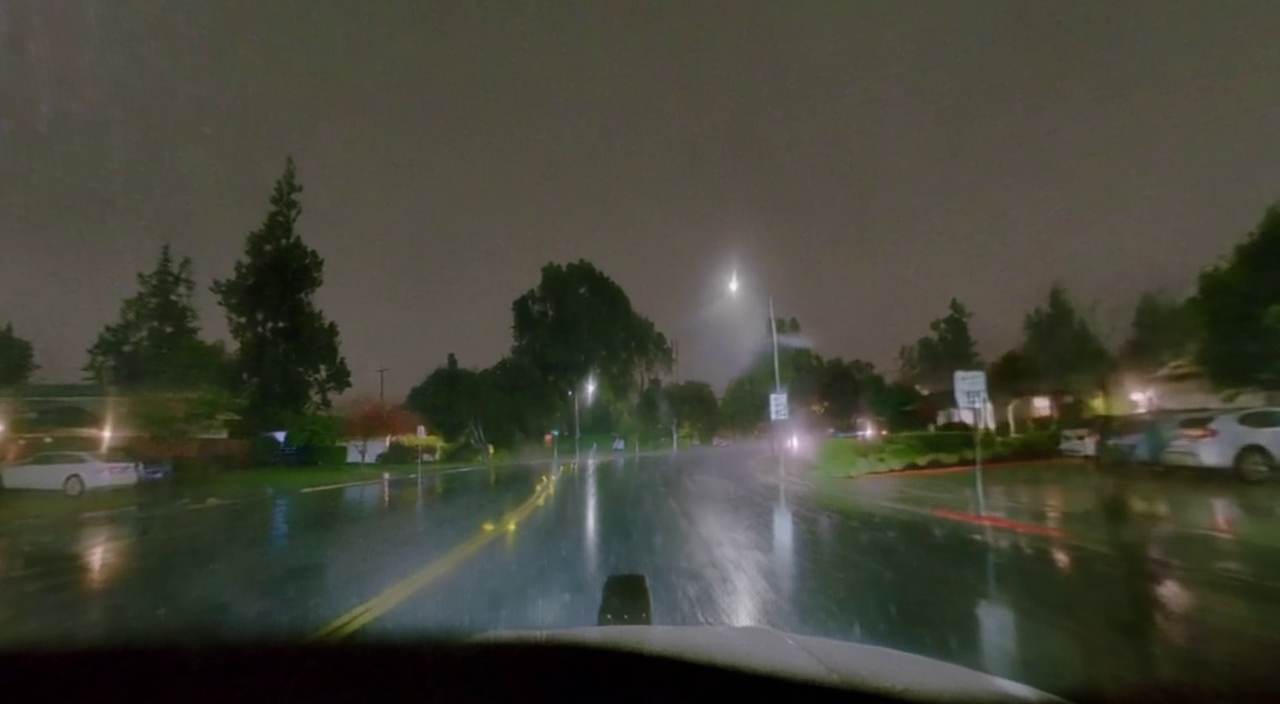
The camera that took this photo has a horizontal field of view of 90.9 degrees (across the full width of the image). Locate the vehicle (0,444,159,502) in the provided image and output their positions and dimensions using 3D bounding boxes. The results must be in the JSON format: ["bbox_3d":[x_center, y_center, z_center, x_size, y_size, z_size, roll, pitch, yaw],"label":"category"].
[{"bbox_3d":[-20.049,4.118,21.716,4.879,1.854,2.265,1,-9,-6],"label":"vehicle"}]

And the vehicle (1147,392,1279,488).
[{"bbox_3d":[14.347,1.744,13.485,4.730,1.808,2.199,-7,-10,14],"label":"vehicle"}]

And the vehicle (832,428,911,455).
[{"bbox_3d":[15.539,6.058,42.557,4.766,1.789,1.939,-2,-9,15],"label":"vehicle"}]
